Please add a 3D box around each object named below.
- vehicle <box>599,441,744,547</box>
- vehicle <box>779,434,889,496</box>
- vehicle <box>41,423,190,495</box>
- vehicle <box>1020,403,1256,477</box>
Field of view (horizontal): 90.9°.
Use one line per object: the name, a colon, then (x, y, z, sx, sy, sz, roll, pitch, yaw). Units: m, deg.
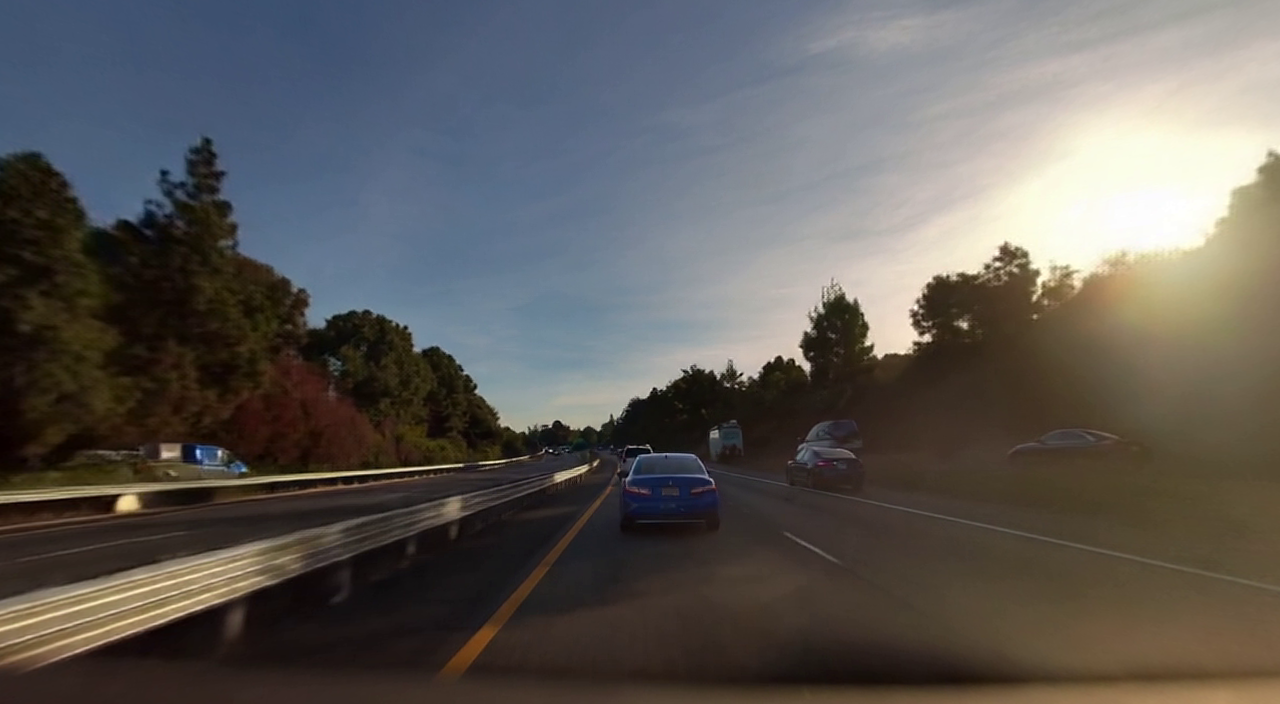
vehicle: (0.418, 2.346, 10.976, 2.076, 1.485, 3.774, 0, -9, -1)
vehicle: (6.343, 3.770, 21.274, 2.177, 1.827, 4.565, 0, -9, -1)
vehicle: (-33.512, 6.838, 40.851, 2.902, 3.981, 7.819, -3, -8, 0)
vehicle: (31.556, 5.917, 41.612, 2.822, 3.996, 14.073, 1, -9, -7)
